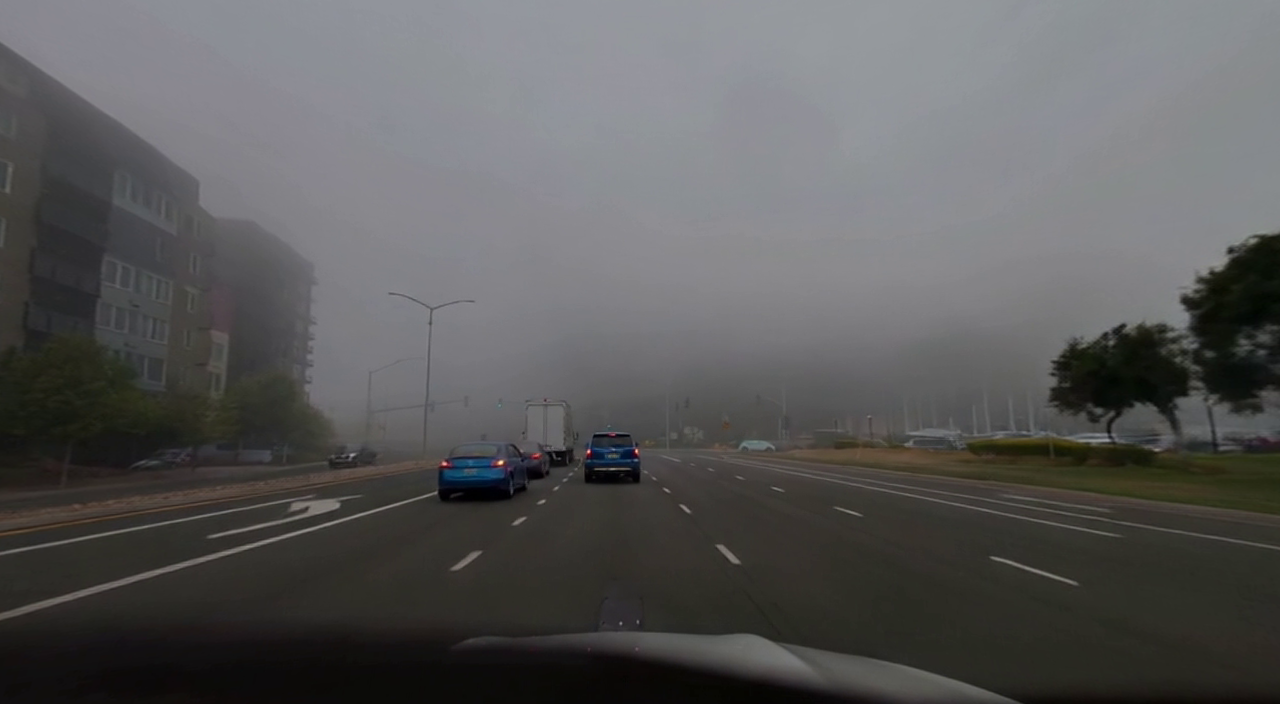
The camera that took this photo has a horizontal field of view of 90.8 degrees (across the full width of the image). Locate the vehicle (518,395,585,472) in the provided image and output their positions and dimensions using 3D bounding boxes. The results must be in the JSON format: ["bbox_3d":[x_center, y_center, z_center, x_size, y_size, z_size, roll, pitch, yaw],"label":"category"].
[{"bbox_3d":[-4.937,5.002,38.090,2.918,3.741,13.683,0,-8,-4],"label":"vehicle"}]

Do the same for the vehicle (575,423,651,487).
[{"bbox_3d":[-0.903,3.410,21.197,2.260,1.872,4.578,0,-8,-3],"label":"vehicle"}]

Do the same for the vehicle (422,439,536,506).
[{"bbox_3d":[-3.920,2.974,16.178,1.904,1.460,4.300,0,-8,-2],"label":"vehicle"}]

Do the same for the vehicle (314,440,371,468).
[{"bbox_3d":[-20.882,7.155,44.582,2.089,1.861,4.615,1,-8,-5],"label":"vehicle"}]
